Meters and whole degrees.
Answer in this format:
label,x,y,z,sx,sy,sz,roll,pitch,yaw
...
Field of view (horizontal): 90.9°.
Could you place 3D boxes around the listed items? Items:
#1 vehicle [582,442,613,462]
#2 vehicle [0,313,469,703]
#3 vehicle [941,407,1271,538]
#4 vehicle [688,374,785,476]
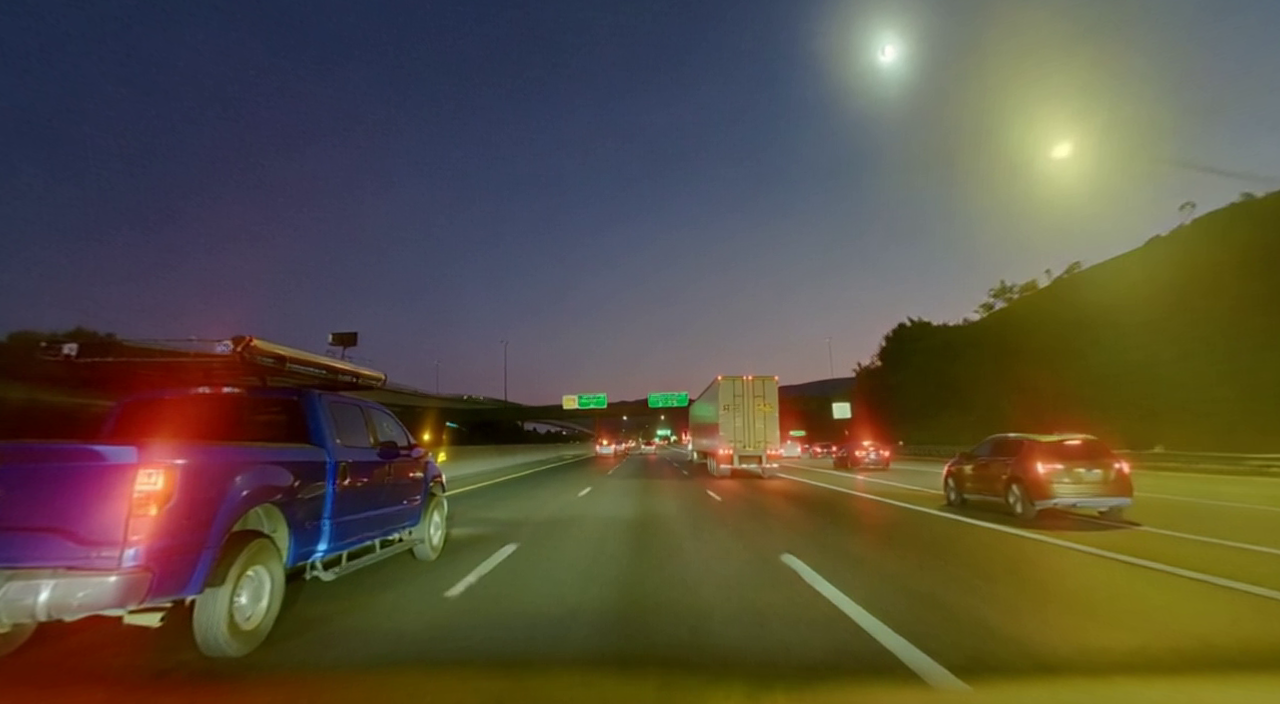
label,x,y,z,sx,sy,sz,roll,pitch,yaw
vehicle,-3.216,7.634,48.325,2.077,1.446,4.106,0,-8,1
vehicle,-3.870,1.277,6.241,2.599,2.054,6.288,0,-8,0
vehicle,7.264,1.926,10.675,1.999,1.700,4.640,0,-8,0
vehicle,4.361,3.851,31.744,2.885,4.036,12.891,0,-8,0
